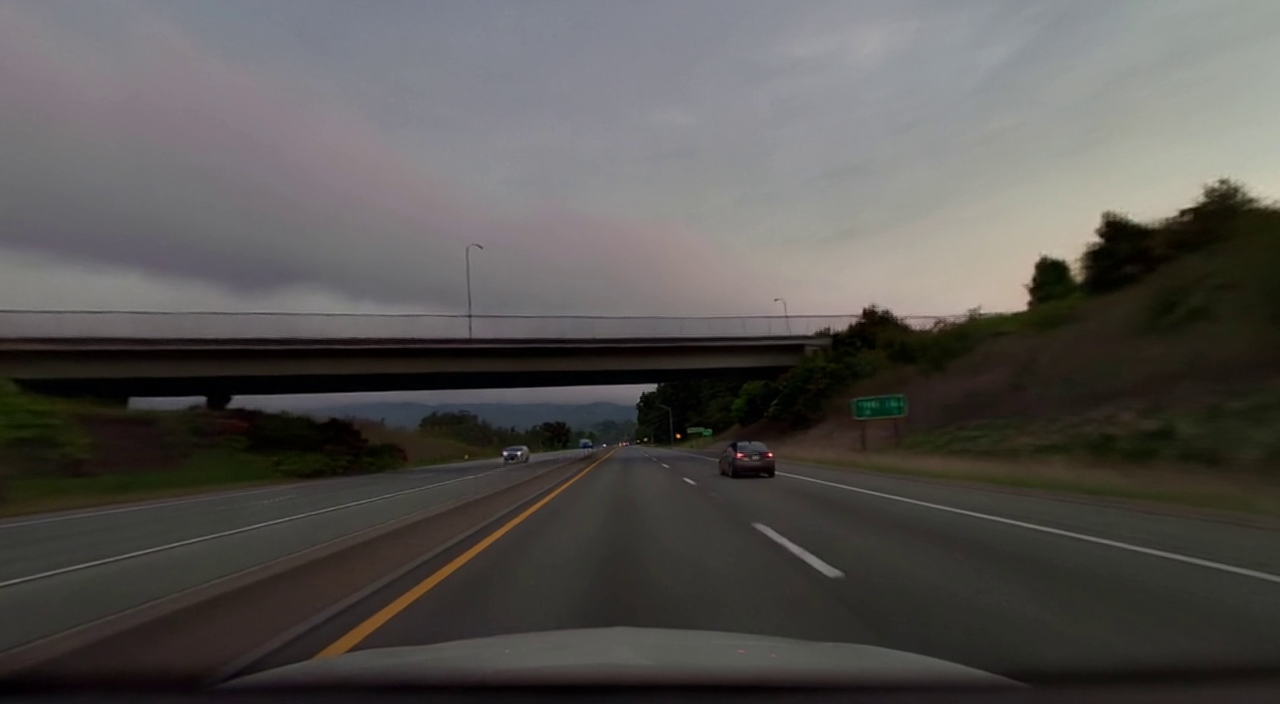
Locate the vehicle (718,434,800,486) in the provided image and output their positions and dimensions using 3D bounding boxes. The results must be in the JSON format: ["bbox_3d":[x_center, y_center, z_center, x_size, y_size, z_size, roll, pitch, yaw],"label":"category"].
[{"bbox_3d":[3.664,3.377,19.972,1.781,1.470,3.540,0,-8,-2],"label":"vehicle"}]
